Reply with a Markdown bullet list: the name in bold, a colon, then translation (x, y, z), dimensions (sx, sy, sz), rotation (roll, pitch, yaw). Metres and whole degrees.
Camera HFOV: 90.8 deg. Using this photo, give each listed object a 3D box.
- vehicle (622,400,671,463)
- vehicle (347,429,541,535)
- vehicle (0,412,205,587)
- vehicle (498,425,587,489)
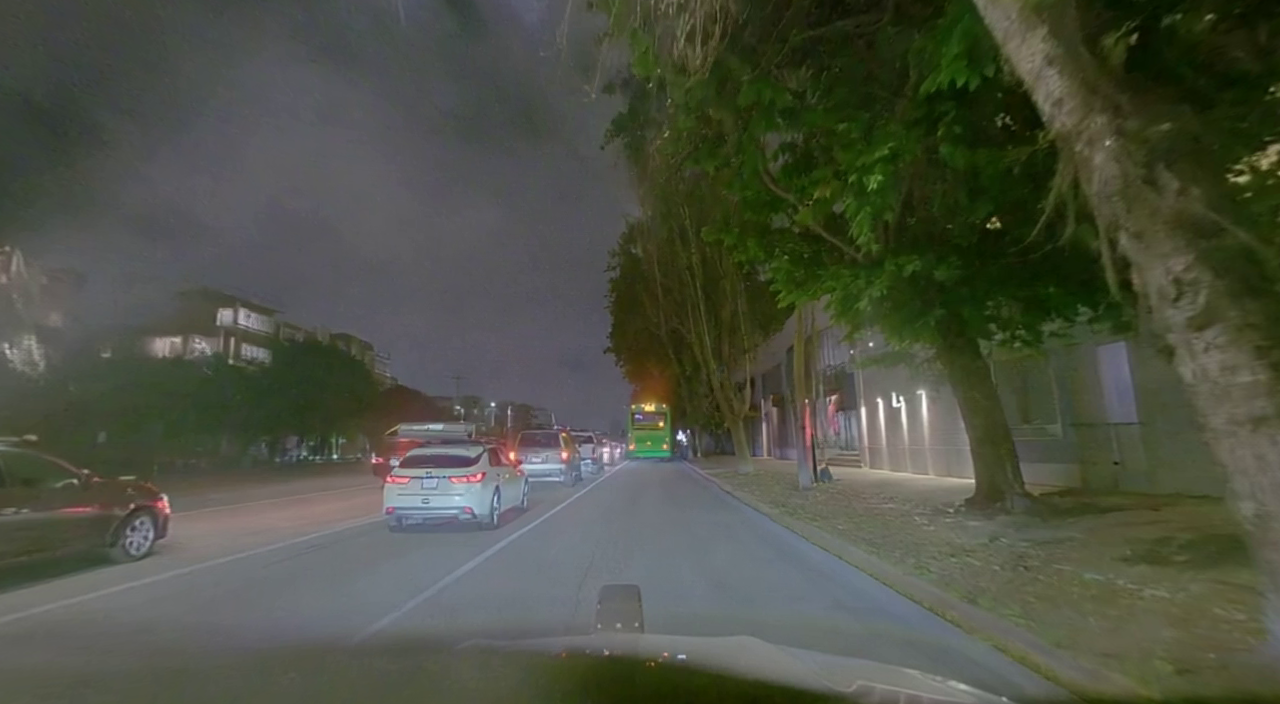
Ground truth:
- **vehicle**: translation (0.531, 5.837, 45.155), dimensions (2.970, 3.857, 12.200), rotation (0, -9, 1)
- **vehicle**: translation (-3.302, 2.301, 11.789), dimensions (2.042, 1.571, 4.475), rotation (0, -9, 2)
- **vehicle**: translation (-7.347, 1.517, 6.662), dimensions (2.252, 1.686, 4.447), rotation (0, -9, 1)
- **vehicle**: translation (-3.150, 3.539, 21.599), dimensions (2.095, 1.892, 5.043), rotation (0, -9, 2)
